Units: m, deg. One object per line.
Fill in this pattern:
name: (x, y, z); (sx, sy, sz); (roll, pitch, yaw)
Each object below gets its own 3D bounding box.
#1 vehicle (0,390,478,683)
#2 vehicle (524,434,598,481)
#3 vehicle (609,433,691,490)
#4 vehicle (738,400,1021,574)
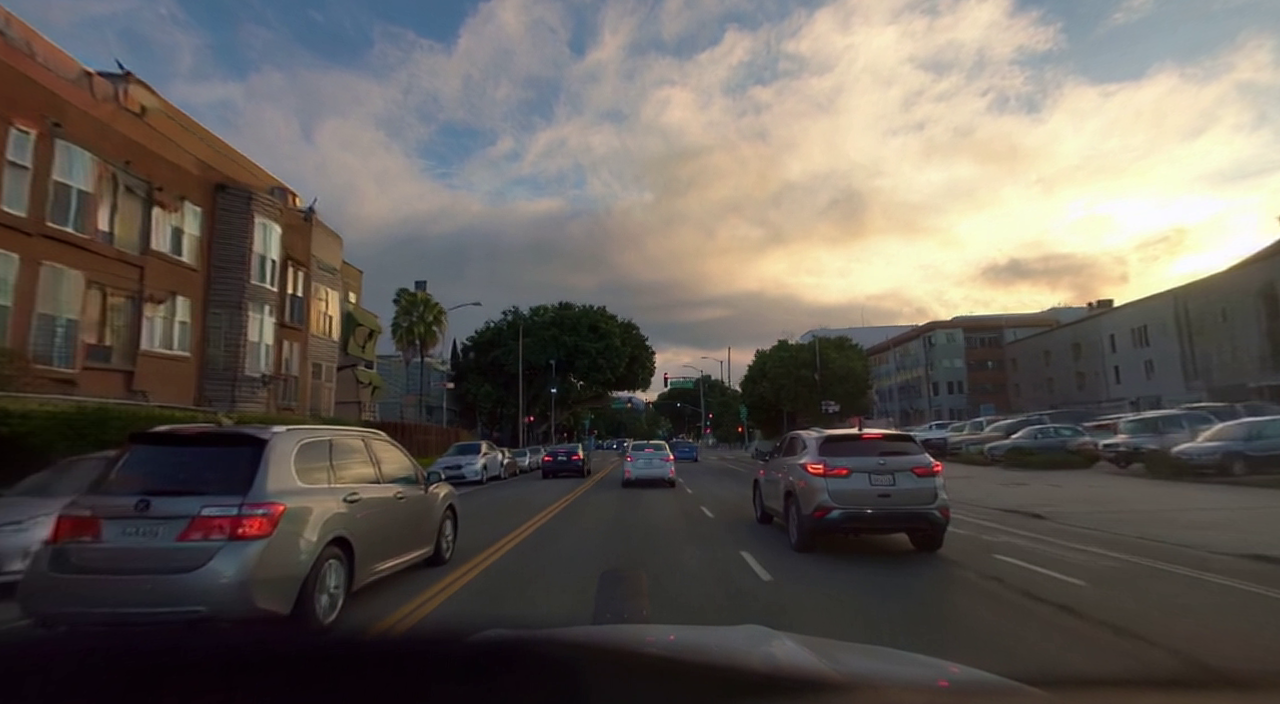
vehicle: (-3.058, 1.323, 5.584); (2.085, 1.619, 3.976); (0, -8, 1)
vehicle: (-2.717, 3.776, 22.802); (2.019, 1.507, 4.643); (0, -8, 1)
vehicle: (0.253, 3.201, 18.740); (2.139, 1.466, 4.373); (0, -8, 0)
vehicle: (2.715, 1.661, 8.488); (2.094, 1.709, 4.394); (0, -8, 1)
